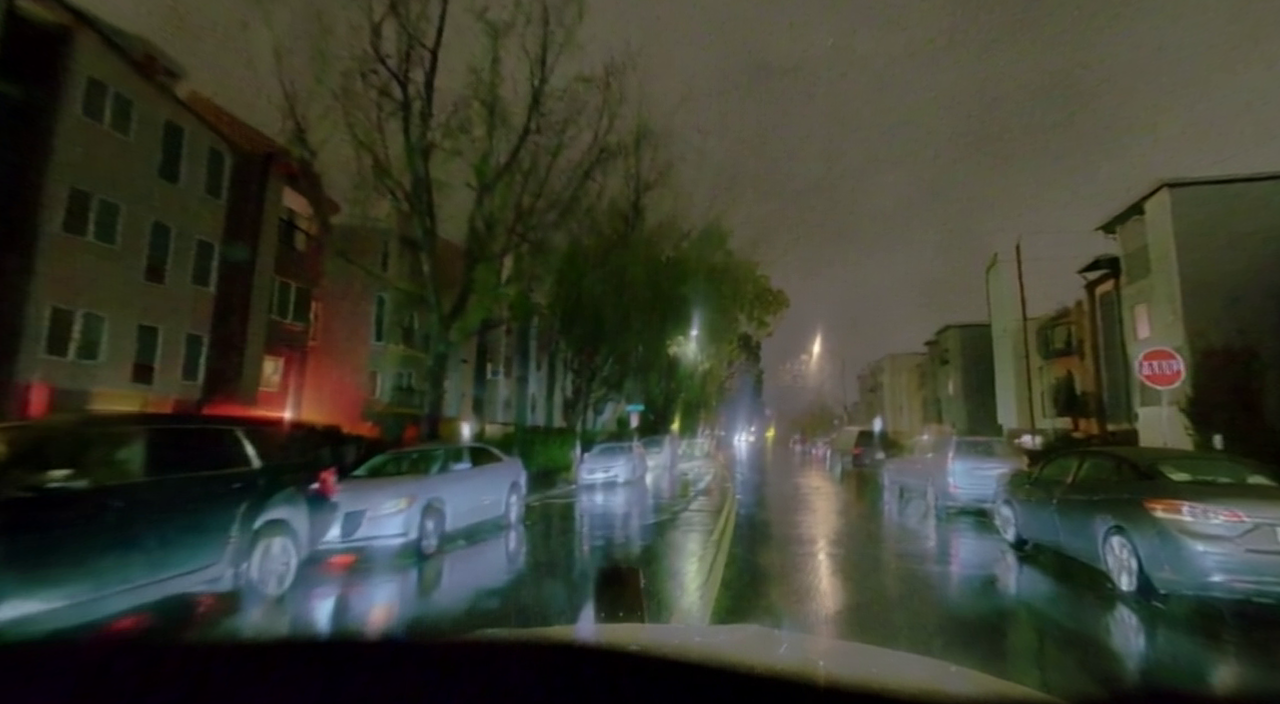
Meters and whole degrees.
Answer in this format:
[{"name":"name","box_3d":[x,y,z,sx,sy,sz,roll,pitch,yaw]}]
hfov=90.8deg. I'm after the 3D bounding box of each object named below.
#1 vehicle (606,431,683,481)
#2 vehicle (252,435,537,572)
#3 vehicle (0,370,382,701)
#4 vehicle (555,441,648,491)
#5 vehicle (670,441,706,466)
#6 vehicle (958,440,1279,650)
[{"name":"vehicle","box_3d":[0.347,4.355,27.143,2.229,1.869,5.791,-3,-8,11]},{"name":"vehicle","box_3d":[-3.213,2.038,9.575,1.902,1.478,4.696,-2,-7,9]},{"name":"vehicle","box_3d":[-4.169,1.168,4.706,1.946,1.744,4.584,-1,-8,10]},{"name":"vehicle","box_3d":[-1.137,3.692,20.972,1.921,1.463,4.313,-2,-8,13]},{"name":"vehicle","box_3d":[3.166,6.542,41.053,1.939,1.513,4.401,-1,-8,9]},{"name":"vehicle","box_3d":[5.156,1.650,6.553,2.084,1.441,4.402,-1,-8,10]}]
